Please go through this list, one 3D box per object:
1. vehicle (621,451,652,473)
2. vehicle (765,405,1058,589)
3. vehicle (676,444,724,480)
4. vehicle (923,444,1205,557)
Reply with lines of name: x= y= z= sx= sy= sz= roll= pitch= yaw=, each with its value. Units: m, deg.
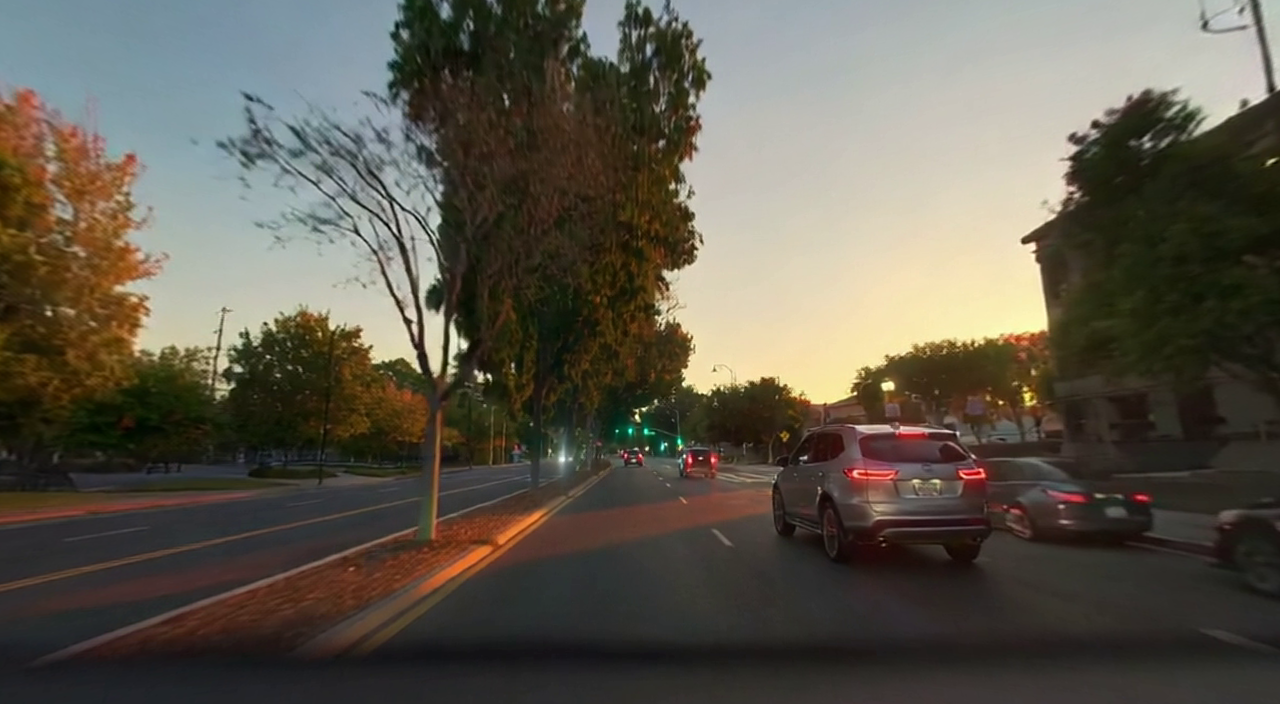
vehicle: x=-0.234 y=7.731 z=44.566 sx=2.131 sy=1.474 sz=4.146 roll=0 pitch=-9 yaw=0
vehicle: x=3.222 y=1.827 z=8.708 sx=2.033 sy=1.865 sz=4.360 roll=0 pitch=-9 yaw=-1
vehicle: x=3.206 y=6.030 z=34.844 sx=2.085 sy=1.828 sz=5.383 roll=0 pitch=-9 yaw=0
vehicle: x=7.225 y=2.525 z=11.506 sx=1.901 sy=1.620 sz=4.565 roll=0 pitch=-9 yaw=-1
